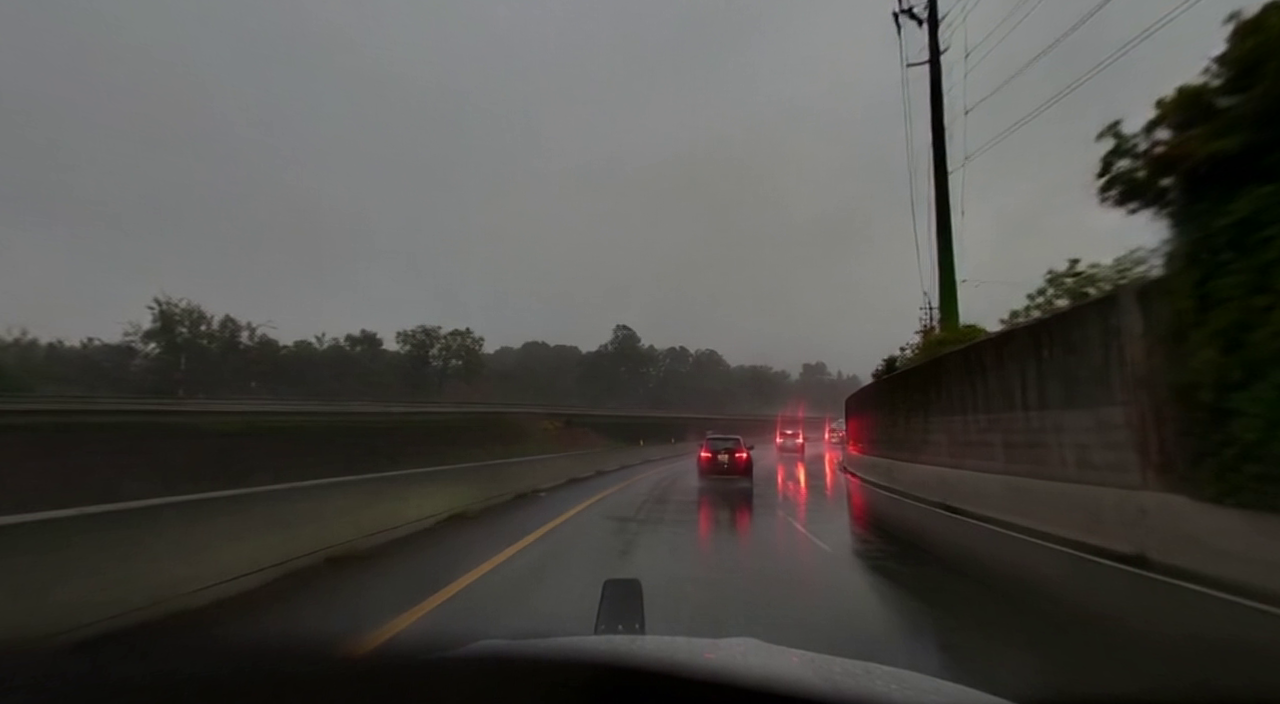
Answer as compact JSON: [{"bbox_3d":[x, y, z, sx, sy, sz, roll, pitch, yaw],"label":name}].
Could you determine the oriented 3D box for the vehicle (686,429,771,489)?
[{"bbox_3d":[2.495,3.023,18.077,2.091,1.482,4.321,-1,-8,7],"label":"vehicle"}]

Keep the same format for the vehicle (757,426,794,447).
[{"bbox_3d":[10.401,6.458,48.039,1.931,1.485,4.191,-4,-9,23],"label":"vehicle"}]
